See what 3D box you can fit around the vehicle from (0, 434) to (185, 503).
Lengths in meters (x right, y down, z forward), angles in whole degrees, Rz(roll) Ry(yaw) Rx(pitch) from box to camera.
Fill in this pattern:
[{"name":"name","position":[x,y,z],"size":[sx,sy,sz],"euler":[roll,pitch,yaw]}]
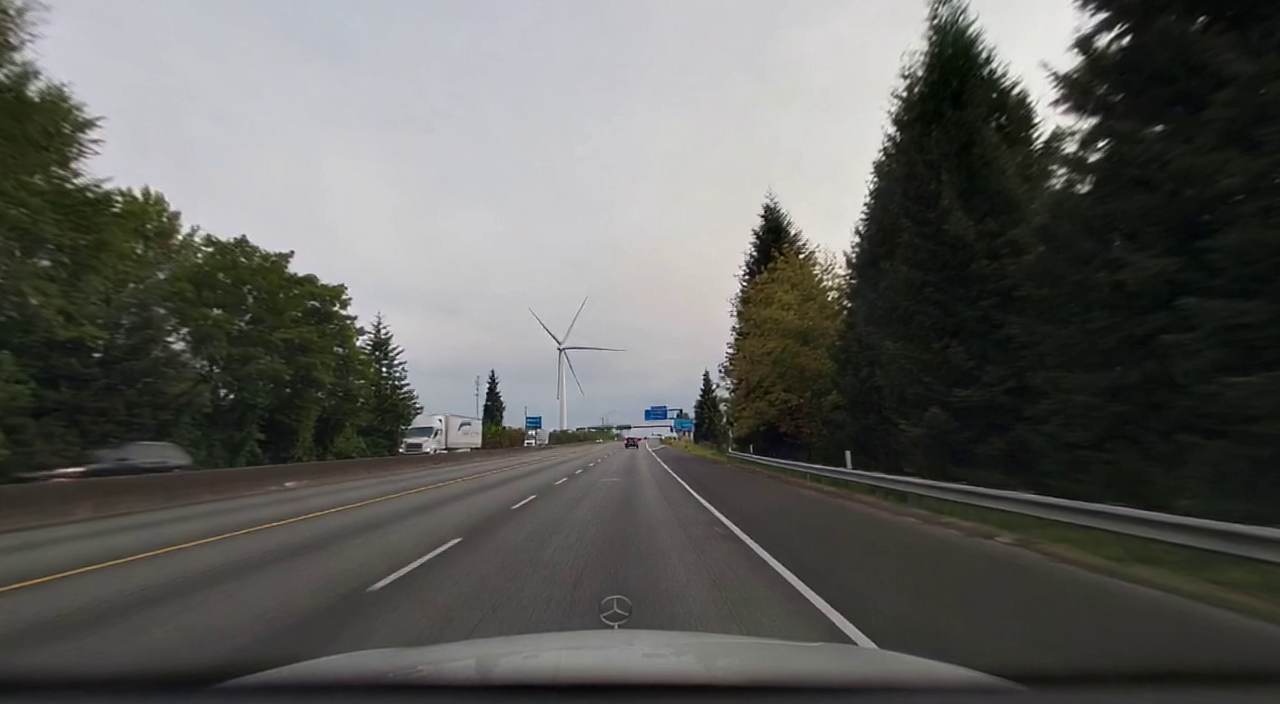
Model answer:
[{"name":"vehicle","position":[-13.282,2.737,15.206],"size":[1.837,1.432,3.770],"euler":[0,-8,-2]}]
